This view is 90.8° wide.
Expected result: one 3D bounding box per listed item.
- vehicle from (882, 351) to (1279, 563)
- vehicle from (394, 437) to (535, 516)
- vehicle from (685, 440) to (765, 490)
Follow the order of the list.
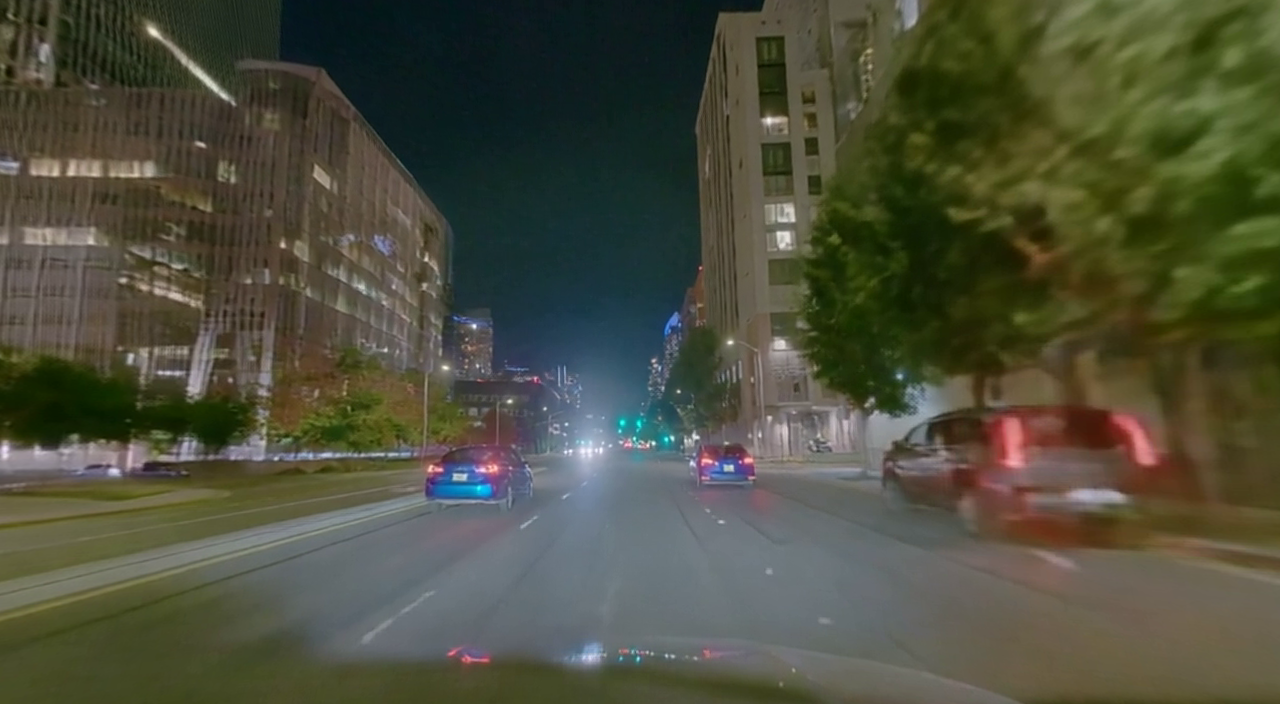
[{"bbox_3d":[6.061,1.567,9.865,2.394,2.400,5.209,0,-9,0],"label":"vehicle"},{"bbox_3d":[-3.834,2.781,14.630,2.062,1.527,4.044,0,-9,0],"label":"vehicle"},{"bbox_3d":[2.697,3.696,21.016,1.978,1.471,4.426,0,-9,-1],"label":"vehicle"}]
